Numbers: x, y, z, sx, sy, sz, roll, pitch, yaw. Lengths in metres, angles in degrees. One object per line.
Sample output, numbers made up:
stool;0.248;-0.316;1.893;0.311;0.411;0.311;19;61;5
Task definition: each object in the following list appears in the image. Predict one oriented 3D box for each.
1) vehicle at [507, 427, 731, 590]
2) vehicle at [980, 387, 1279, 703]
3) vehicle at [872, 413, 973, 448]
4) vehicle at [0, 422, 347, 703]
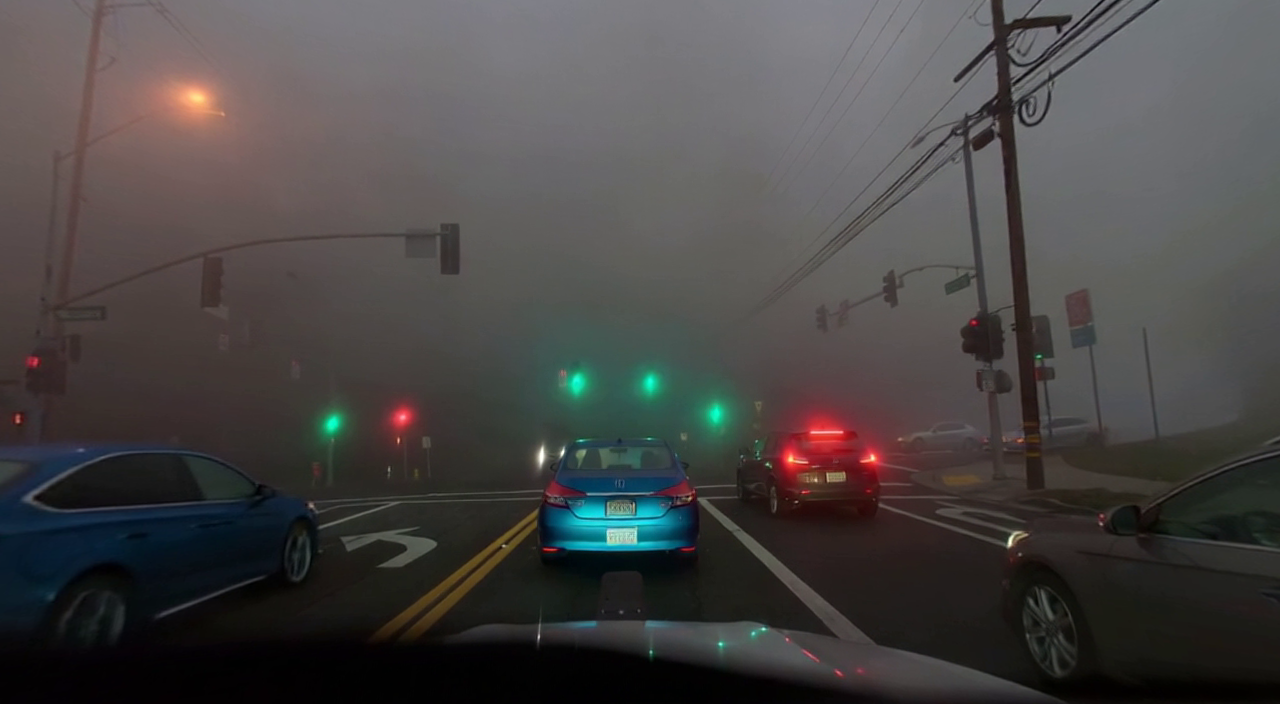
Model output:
vehicle;-0.225;1.753;7.986;2.061;1.485;4.196;0;-8;-1
vehicle;2.924;0.839;1.785;1.860;1.494;3.707;0;-8;1
vehicle;15.114;4.241;33.995;4.431;1.555;1.886;-4;-9;2
vehicle;-4.383;1.352;4.877;2.106;1.492;4.312;0;-8;1
